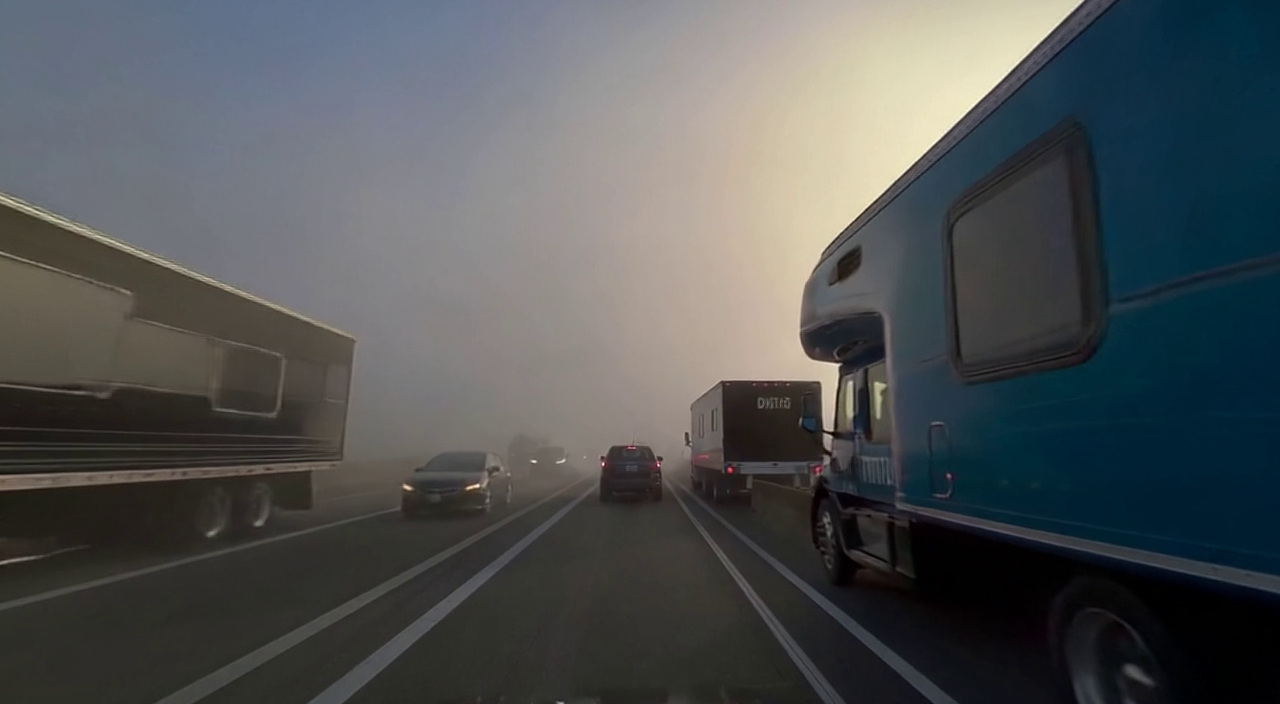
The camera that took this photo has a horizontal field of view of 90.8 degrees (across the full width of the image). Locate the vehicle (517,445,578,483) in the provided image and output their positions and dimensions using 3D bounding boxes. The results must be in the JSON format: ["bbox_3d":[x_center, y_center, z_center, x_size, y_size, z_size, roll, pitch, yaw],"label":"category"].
[{"bbox_3d":[-4.105,5.072,28.845,2.023,1.576,4.784,0,-9,1],"label":"vehicle"}]

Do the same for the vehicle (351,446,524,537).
[{"bbox_3d":[-3.635,2.560,12.240,1.930,1.431,4.156,0,-9,1],"label":"vehicle"}]

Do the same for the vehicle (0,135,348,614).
[{"bbox_3d":[-7.020,0.060,4.616,2.895,4.121,14.391,0,-9,0],"label":"vehicle"}]

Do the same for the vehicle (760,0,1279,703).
[{"bbox_3d":[3.207,0.168,4.285,2.936,3.787,8.670,0,-9,-1],"label":"vehicle"}]

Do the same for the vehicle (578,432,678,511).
[{"bbox_3d":[-0.298,2.955,15.985,2.201,1.719,4.058,0,-9,-1],"label":"vehicle"}]
